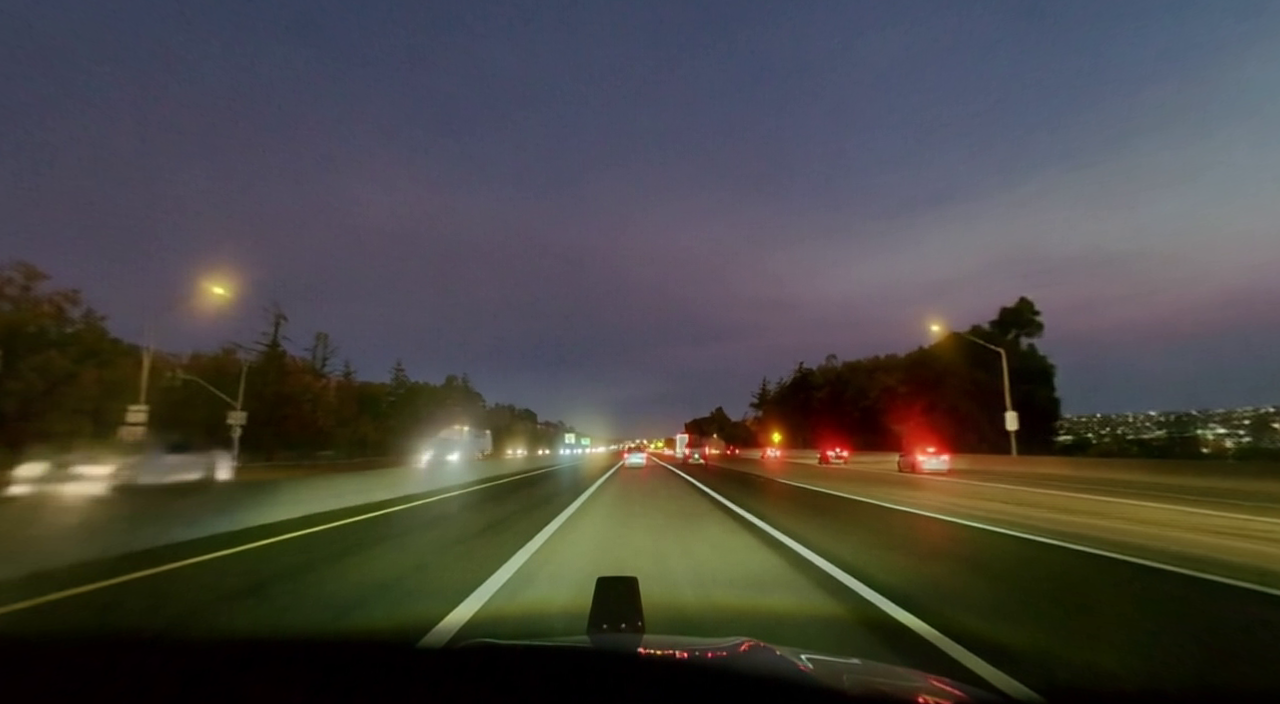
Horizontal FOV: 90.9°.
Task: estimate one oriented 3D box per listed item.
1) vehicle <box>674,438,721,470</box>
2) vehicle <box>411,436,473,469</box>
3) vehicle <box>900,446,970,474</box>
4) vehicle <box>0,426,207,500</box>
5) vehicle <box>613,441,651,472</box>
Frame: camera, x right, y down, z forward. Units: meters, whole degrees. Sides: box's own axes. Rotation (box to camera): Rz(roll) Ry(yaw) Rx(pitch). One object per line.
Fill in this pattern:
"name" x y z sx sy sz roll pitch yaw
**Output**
"vehicle" 3.747 6.807 42.254 2.505 2.020 5.532 0 -9 -1
"vehicle" -11.079 5.656 35.683 2.050 1.712 4.548 0 -8 0
"vehicle" 16.357 5.981 35.187 1.872 1.459 4.502 0 -8 2
"vehicle" -14.534 2.949 17.156 2.122 1.708 4.690 0 -8 0
"vehicle" -0.444 6.092 36.925 2.105 1.711 4.293 0 -8 0
